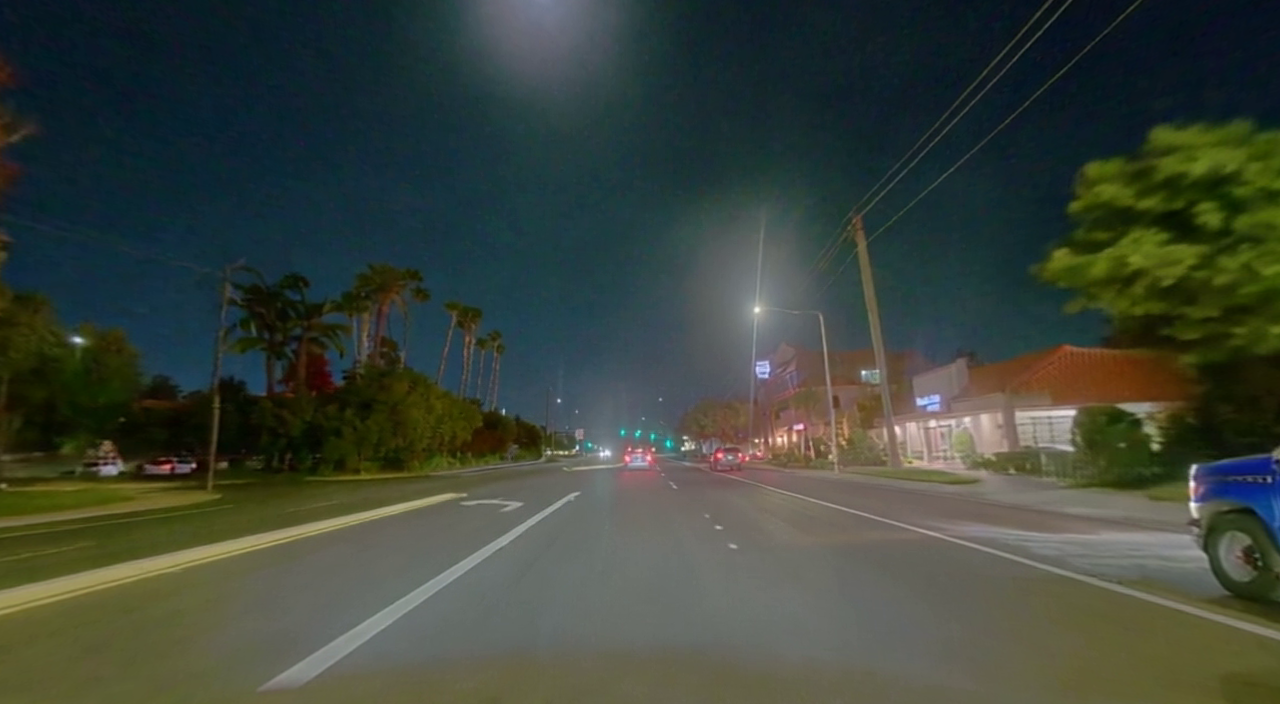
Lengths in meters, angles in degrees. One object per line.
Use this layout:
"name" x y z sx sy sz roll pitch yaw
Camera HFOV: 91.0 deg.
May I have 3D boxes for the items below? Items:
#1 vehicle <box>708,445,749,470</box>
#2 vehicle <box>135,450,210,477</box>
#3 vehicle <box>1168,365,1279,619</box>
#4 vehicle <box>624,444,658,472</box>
"vehicle" 6.292 7.576 45.468 2.252 1.718 4.617 0 -9 0
"vehicle" -34.934 8.320 47.229 1.888 1.754 4.488 -5 -9 7
"vehicle" 5.953 0.846 3.409 2.355 1.889 4.392 0 -9 1
"vehicle" 0.059 6.979 41.512 2.138 1.702 4.168 0 -9 0
